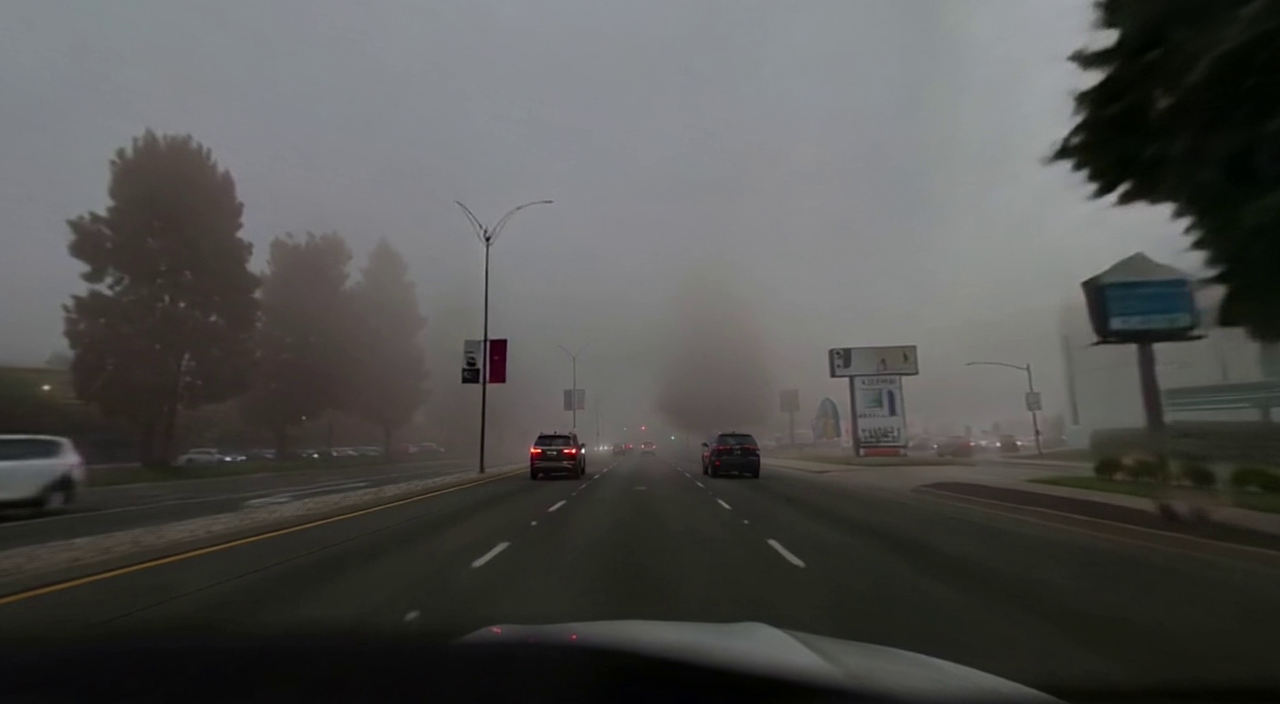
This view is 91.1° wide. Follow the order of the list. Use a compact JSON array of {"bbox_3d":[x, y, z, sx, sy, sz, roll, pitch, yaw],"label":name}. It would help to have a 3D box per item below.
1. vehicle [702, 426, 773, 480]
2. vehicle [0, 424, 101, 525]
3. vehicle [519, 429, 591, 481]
[{"bbox_3d":[3.743,3.973,24.973,2.024,1.921,4.431,0,-8,-1],"label":"vehicle"},{"bbox_3d":[-12.169,2.091,10.644,2.023,1.729,4.478,0,-8,0],"label":"vehicle"},{"bbox_3d":[-3.099,3.881,23.844,2.014,1.775,4.404,0,-8,1],"label":"vehicle"}]
